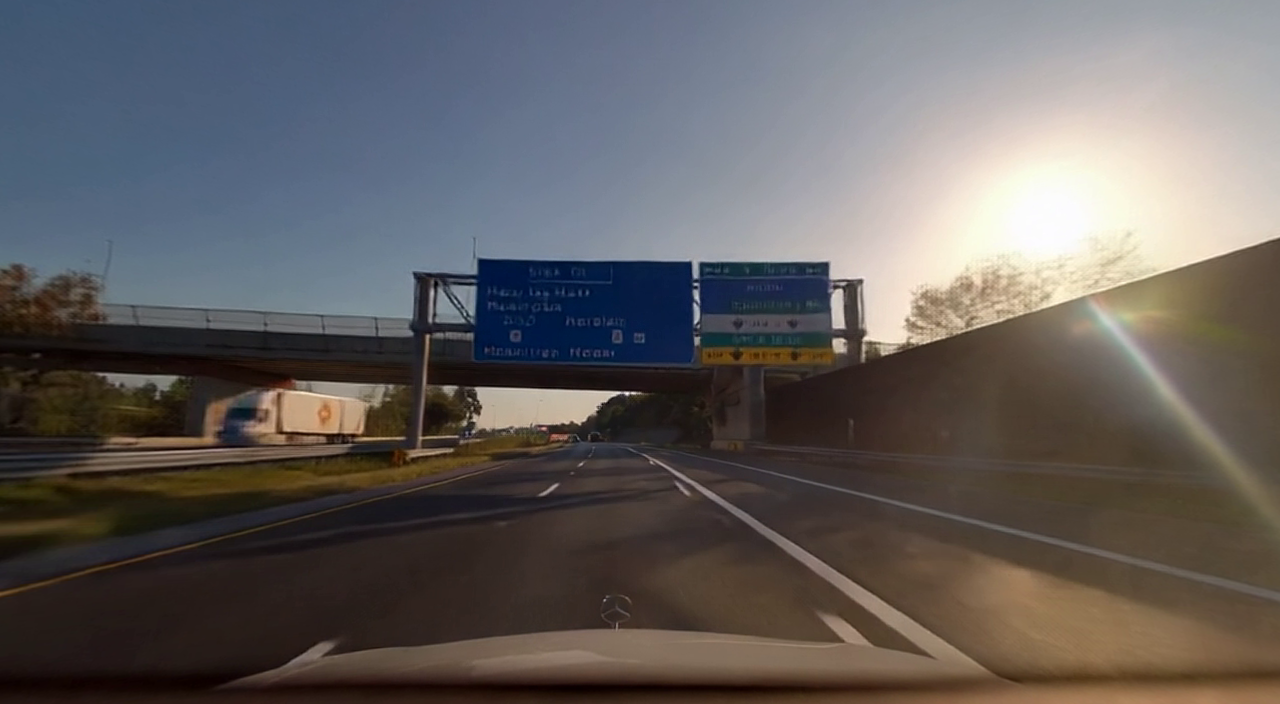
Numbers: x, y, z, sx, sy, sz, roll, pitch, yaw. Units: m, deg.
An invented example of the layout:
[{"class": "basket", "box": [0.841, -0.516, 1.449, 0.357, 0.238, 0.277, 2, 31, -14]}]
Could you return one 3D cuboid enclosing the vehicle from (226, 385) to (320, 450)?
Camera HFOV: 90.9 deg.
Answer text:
[{"class": "vehicle", "box": [-26.484, 4.858, 45.915, 3.052, 4.347, 6.501, 0, -8, -4]}]
